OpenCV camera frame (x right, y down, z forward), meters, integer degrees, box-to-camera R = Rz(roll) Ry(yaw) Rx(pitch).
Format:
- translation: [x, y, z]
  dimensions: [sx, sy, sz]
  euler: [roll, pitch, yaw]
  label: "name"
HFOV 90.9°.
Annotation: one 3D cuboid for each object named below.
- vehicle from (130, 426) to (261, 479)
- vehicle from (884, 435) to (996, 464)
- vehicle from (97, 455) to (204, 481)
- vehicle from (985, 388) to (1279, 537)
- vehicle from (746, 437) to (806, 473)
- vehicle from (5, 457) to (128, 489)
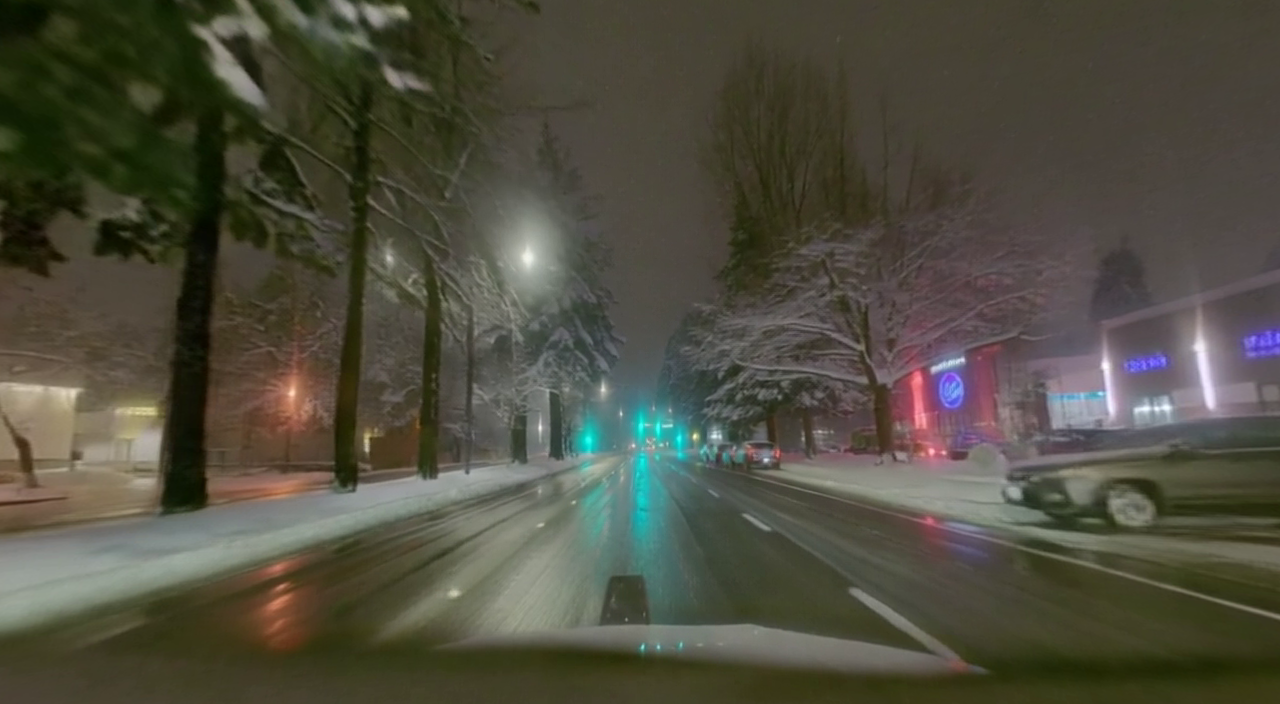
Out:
- translation: [-32.839, 7.424, 46.810]
  dimensions: [7.106, 3.726, 3.230]
  euler: [0, -9, 1]
  label: "vehicle"
- translation: [16.909, 5.509, 35.705]
  dimensions: [5.222, 1.515, 2.044]
  euler: [-1, -9, -1]
  label: "vehicle"
- translation: [-32.705, 7.766, 42.209]
  dimensions: [5.238, 1.618, 2.263]
  euler: [-1, -9, 1]
  label: "vehicle"
- translation: [8.971, 1.778, 10.363]
  dimensions: [5.329, 2.114, 2.325]
  euler: [-3, -9, 18]
  label: "vehicle"
- translation: [7.142, 5.458, 33.633]
  dimensions: [2.084, 1.736, 4.754]
  euler: [0, -8, -1]
  label: "vehicle"
- translation: [-33.152, 6.987, 36.562]
  dimensions: [4.993, 1.742, 2.124]
  euler: [0, -9, 0]
  label: "vehicle"
